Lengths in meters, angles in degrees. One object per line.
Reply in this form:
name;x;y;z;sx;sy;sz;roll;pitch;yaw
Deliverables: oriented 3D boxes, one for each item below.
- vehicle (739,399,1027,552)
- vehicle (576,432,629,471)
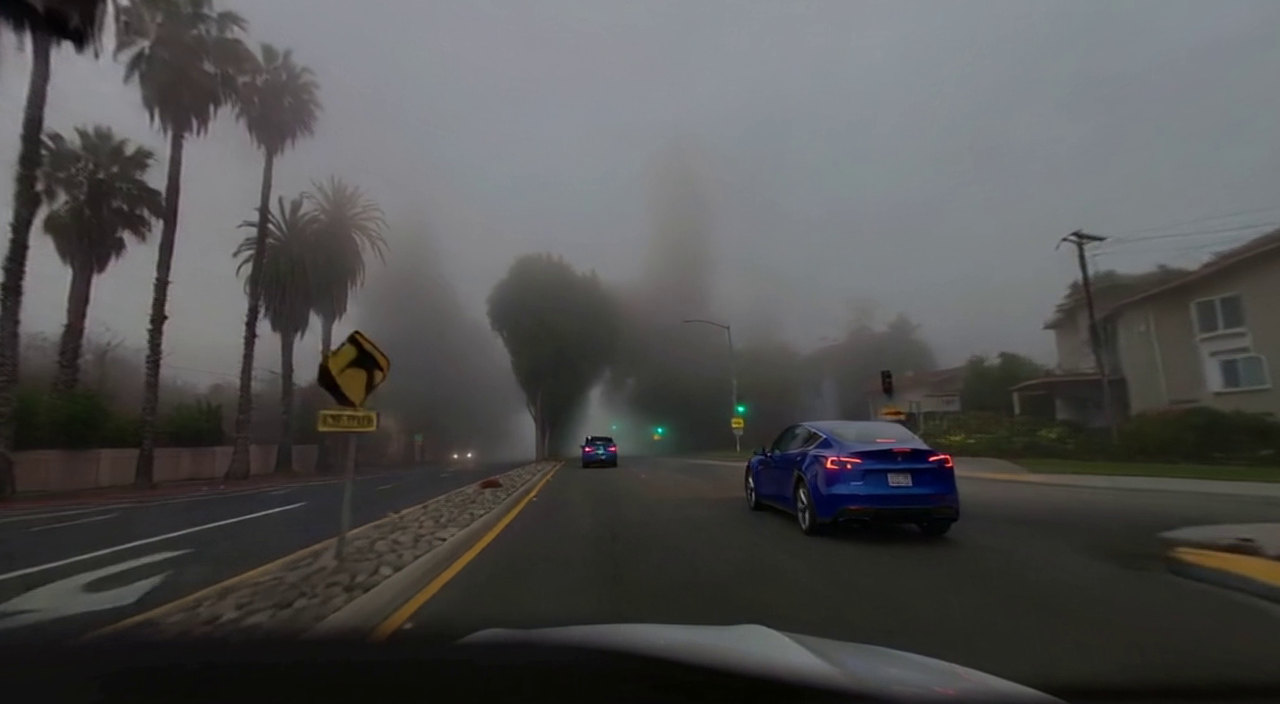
vehicle;3.349;1.856;10.210;2.205;1.803;5.135;1;-9;-5
vehicle;-1.854;4.753;30.406;2.341;1.709;4.466;0;-9;-5
